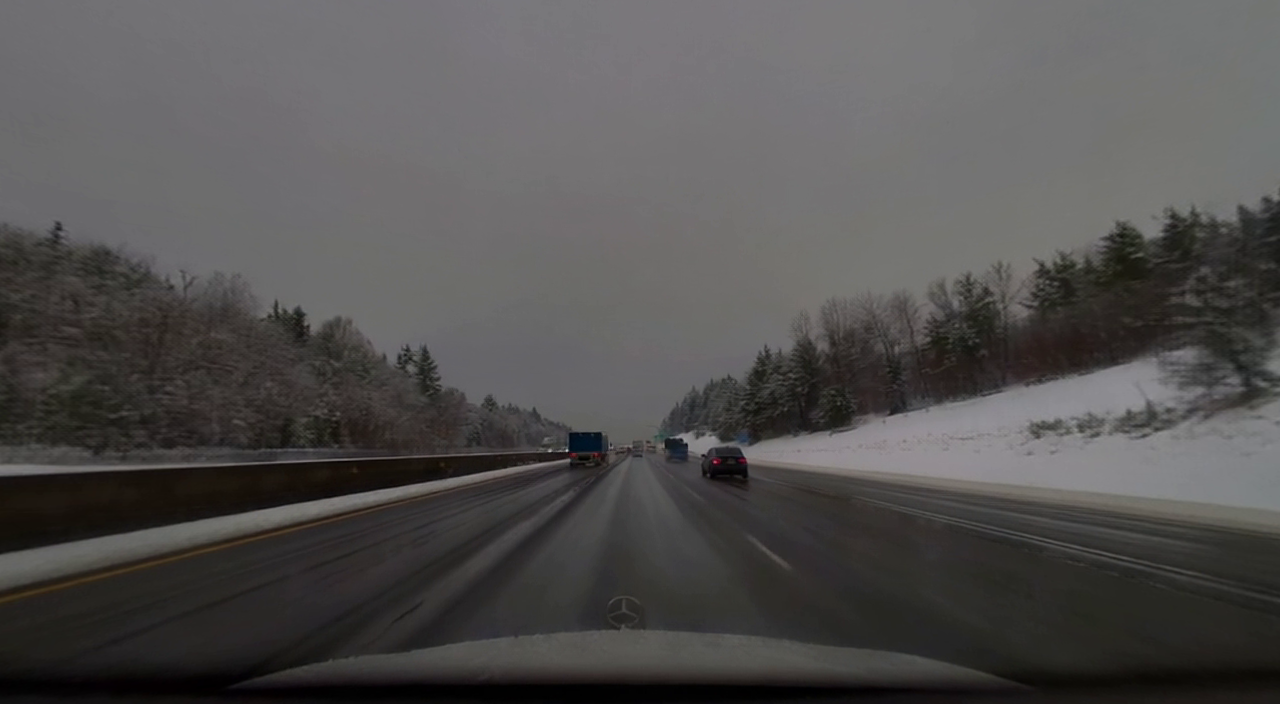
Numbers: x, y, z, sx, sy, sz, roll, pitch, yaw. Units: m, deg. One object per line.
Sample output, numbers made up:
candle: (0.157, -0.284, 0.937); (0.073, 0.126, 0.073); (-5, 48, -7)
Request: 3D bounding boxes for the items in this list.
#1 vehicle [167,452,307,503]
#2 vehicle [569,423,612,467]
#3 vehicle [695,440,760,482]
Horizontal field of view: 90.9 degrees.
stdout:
vehicle: (-14.560, 4.525, 23.217); (1.774, 1.640, 5.138); (0, -9, 0)
vehicle: (-3.770, 7.292, 49.168); (2.667, 3.195, 6.731); (0, -9, 1)
vehicle: (3.456, 4.388, 25.628); (1.983, 1.545, 4.038); (0, -9, -1)
